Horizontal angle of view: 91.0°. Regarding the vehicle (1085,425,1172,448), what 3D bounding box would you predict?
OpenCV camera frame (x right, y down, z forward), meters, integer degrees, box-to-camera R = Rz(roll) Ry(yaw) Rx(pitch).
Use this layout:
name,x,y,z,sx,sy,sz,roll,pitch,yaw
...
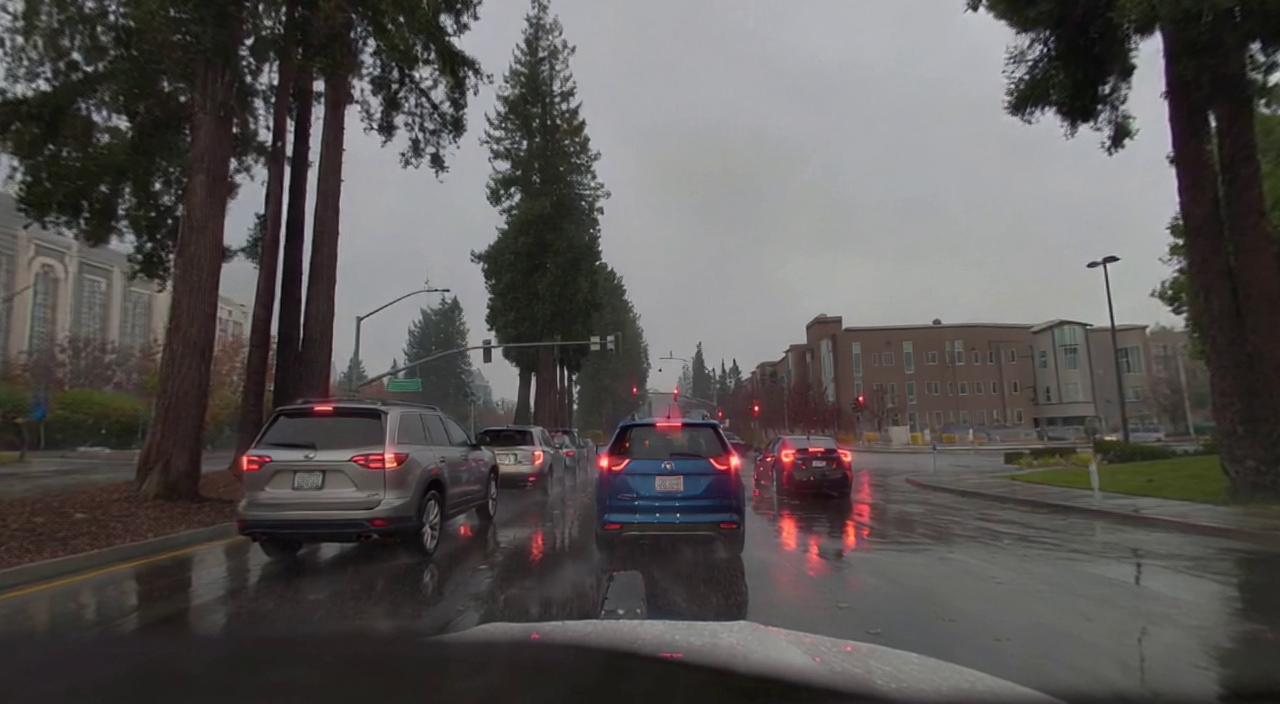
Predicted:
name,x,y,z,sx,sy,sz,roll,pitch,yaw
vehicle,34.963,6.103,45.234,4.632,1.580,1.801,-5,-10,31

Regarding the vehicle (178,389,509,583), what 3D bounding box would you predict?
name,x,y,z,sx,sy,sz,roll,pitch,yaw
vehicle,-3.247,1.578,8.169,2.085,1.812,4.388,0,-8,1

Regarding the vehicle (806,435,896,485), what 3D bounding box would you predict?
name,x,y,z,sx,sy,sz,roll,pitch,yaw
vehicle,7.410,3.813,22.599,2.067,1.599,4.251,-1,-8,5

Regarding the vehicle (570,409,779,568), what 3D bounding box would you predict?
name,x,y,z,sx,sy,sz,roll,pitch,yaw
vehicle,0.387,1.747,8.769,2.189,1.649,4.171,0,-8,1
